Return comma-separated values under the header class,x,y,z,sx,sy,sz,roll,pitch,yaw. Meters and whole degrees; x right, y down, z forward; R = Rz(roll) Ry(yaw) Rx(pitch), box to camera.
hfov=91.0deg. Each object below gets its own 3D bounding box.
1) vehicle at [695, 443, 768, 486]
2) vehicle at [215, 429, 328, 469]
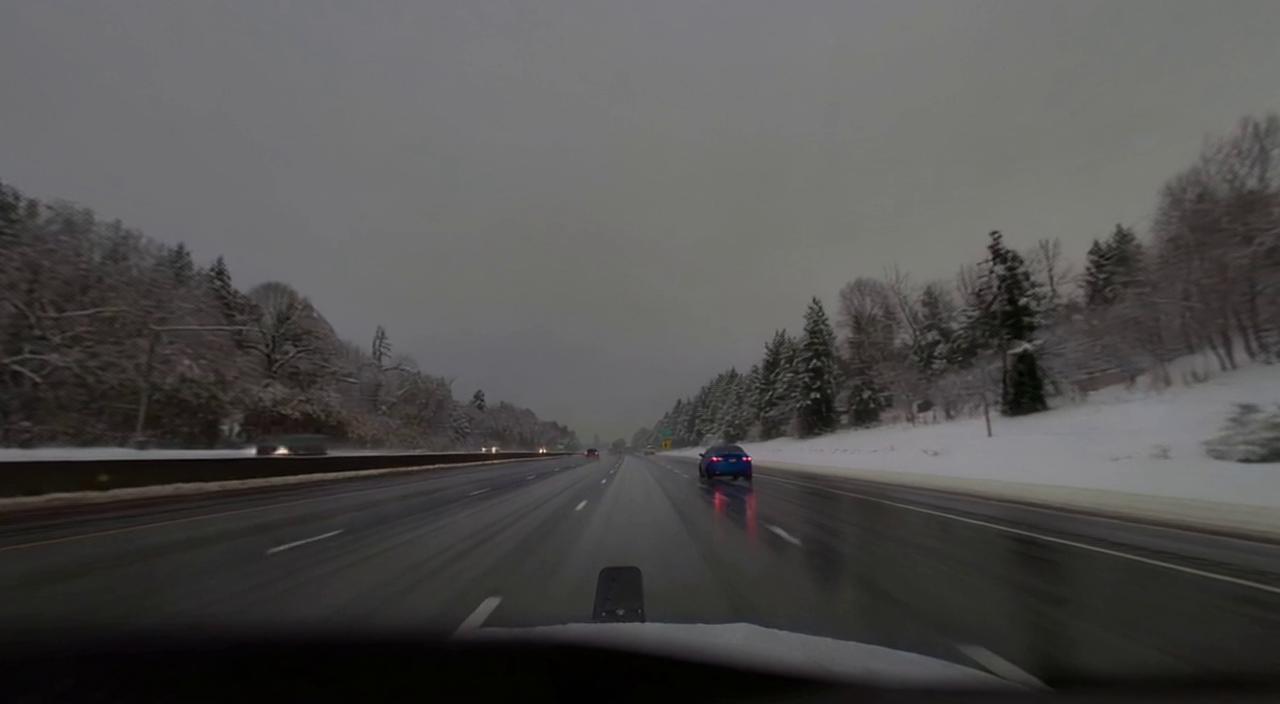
class,x,y,z,sx,sy,sz,roll,pitch,yaw
vehicle,3.438,4.322,24.504,2.033,1.501,4.398,0,-9,-2
vehicle,-18.502,4.934,32.073,2.336,1.832,5.644,0,-9,0
